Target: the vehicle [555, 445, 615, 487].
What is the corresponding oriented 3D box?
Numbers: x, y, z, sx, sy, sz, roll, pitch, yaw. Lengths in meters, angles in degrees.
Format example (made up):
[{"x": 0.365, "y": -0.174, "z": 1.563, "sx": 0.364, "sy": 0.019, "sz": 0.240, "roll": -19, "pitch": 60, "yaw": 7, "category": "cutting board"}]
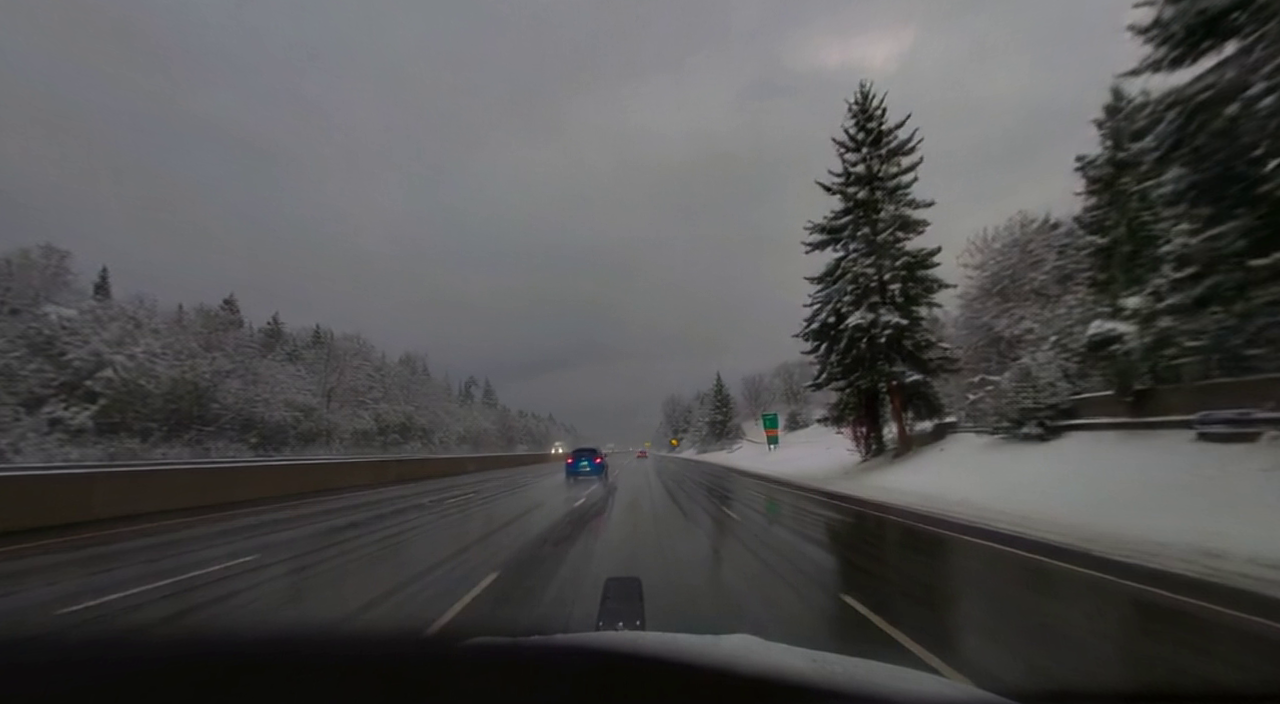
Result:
[{"x": -2.076, "y": 4.485, "z": 25.012, "sx": 1.908, "sy": 1.515, "sz": 3.871, "roll": 0, "pitch": -9, "yaw": 2, "category": "vehicle"}]
